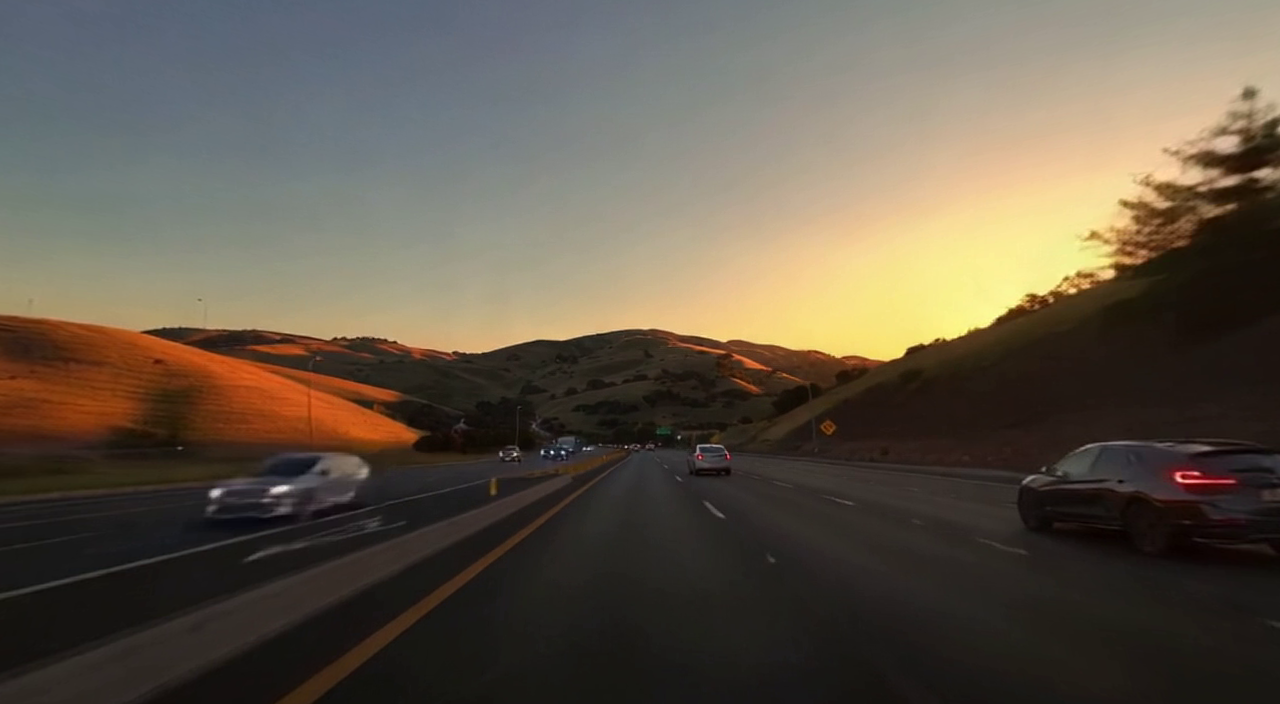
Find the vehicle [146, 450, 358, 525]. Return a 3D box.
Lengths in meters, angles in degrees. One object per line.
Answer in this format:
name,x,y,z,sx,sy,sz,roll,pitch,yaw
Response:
vehicle,-9.173,3.200,15.572,2.208,1.447,4.764,-2,-8,0

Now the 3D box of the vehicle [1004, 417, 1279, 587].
vehicle,6.812,1.635,7.609,1.988,1.530,4.777,0,-8,0

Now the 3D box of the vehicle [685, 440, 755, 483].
vehicle,2.897,4.068,23.687,2.044,1.444,4.216,0,-8,0
